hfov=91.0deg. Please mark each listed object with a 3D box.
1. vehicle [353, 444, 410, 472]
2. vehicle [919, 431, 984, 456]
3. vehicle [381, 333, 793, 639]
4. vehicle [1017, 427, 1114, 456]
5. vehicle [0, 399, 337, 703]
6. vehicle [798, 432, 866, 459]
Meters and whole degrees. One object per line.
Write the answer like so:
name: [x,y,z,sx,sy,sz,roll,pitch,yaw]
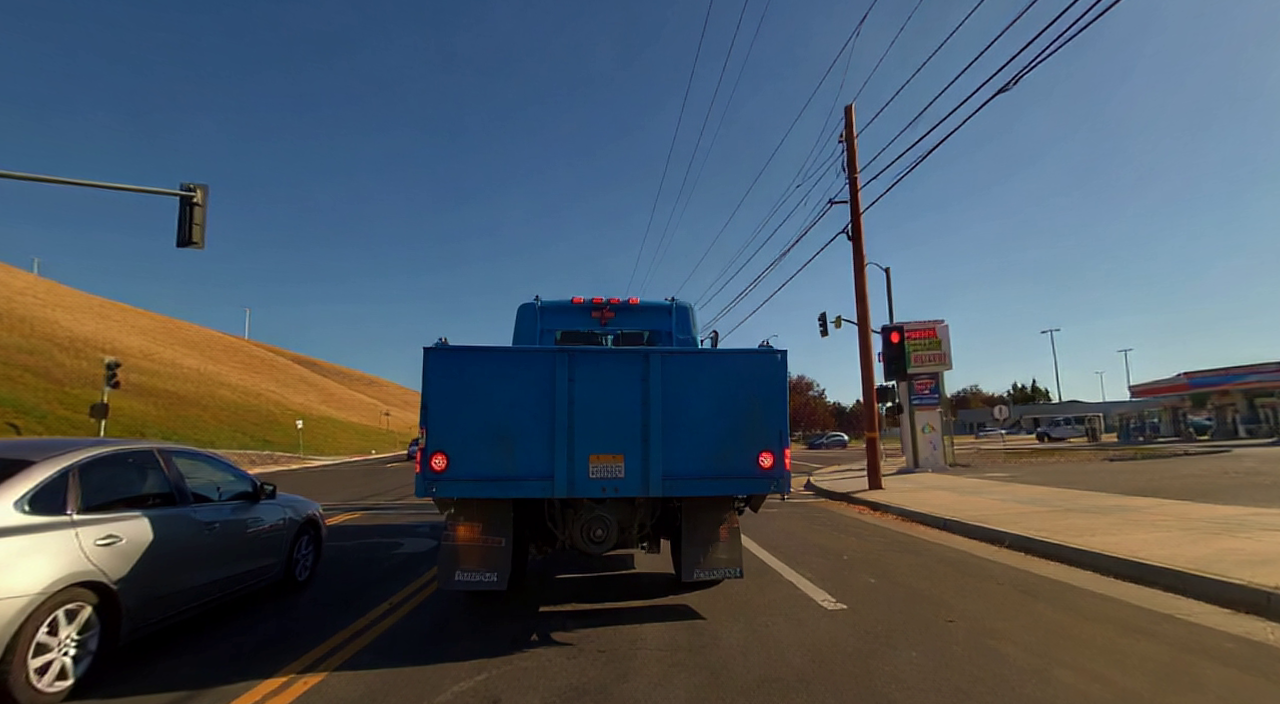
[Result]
vehicle: [-17.106,7.015,41.909,2.133,1.690,4.331,0,-9,-3]
vehicle: [22.541,6.627,45.513,5.021,1.757,2.012,6,-11,-36]
vehicle: [-0.419,1.322,7.201,2.859,2.144,5.406,0,-9,-1]
vehicle: [25.574,5.392,37.916,4.419,1.496,1.854,-2,-9,1]
vehicle: [-3.956,1.188,3.974,2.017,1.555,4.150,-1,-9,0]
vehicle: [13.466,6.552,44.046,4.975,1.799,2.117,7,-11,-40]
